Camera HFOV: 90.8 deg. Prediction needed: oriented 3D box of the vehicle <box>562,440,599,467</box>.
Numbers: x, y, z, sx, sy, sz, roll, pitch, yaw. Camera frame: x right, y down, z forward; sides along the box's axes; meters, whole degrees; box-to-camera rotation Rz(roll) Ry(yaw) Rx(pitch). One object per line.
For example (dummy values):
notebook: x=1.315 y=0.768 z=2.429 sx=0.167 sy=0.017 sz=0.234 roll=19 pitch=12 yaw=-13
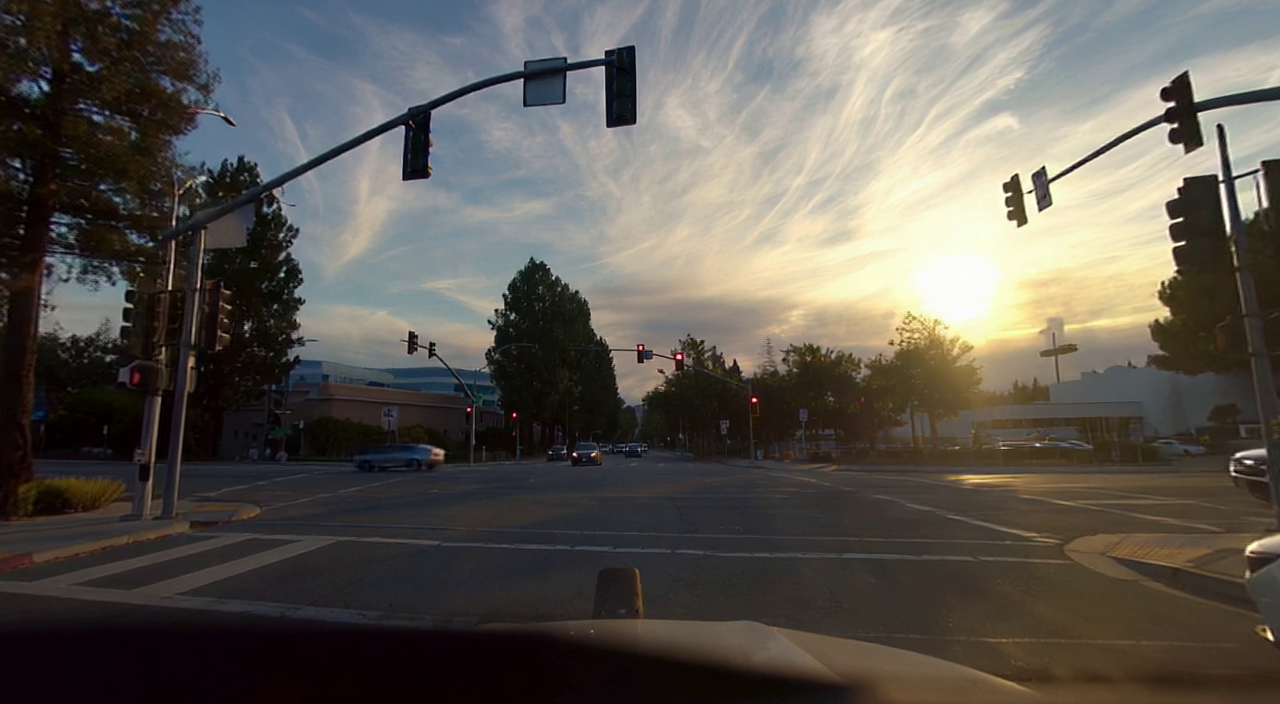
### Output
vehicle: x=-4.119 y=7.106 z=44.256 sx=2.251 sy=1.756 sz=4.610 roll=0 pitch=-9 yaw=-2

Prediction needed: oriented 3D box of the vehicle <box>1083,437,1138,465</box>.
vehicle: x=26.964 y=5.657 z=36.145 sx=2.092 sy=1.474 sz=4.046 roll=-8 pitch=-11 yaw=40

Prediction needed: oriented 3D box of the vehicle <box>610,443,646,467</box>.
vehicle: x=-0.866 y=6.859 z=42.147 sx=2.056 sy=1.492 sz=3.937 roll=1 pitch=-9 yaw=-6

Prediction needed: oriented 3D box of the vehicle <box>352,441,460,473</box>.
vehicle: x=-11.441 y=5.125 z=30.980 sx=4.588 sy=1.484 sz=2.000 roll=-3 pitch=-9 yaw=14
